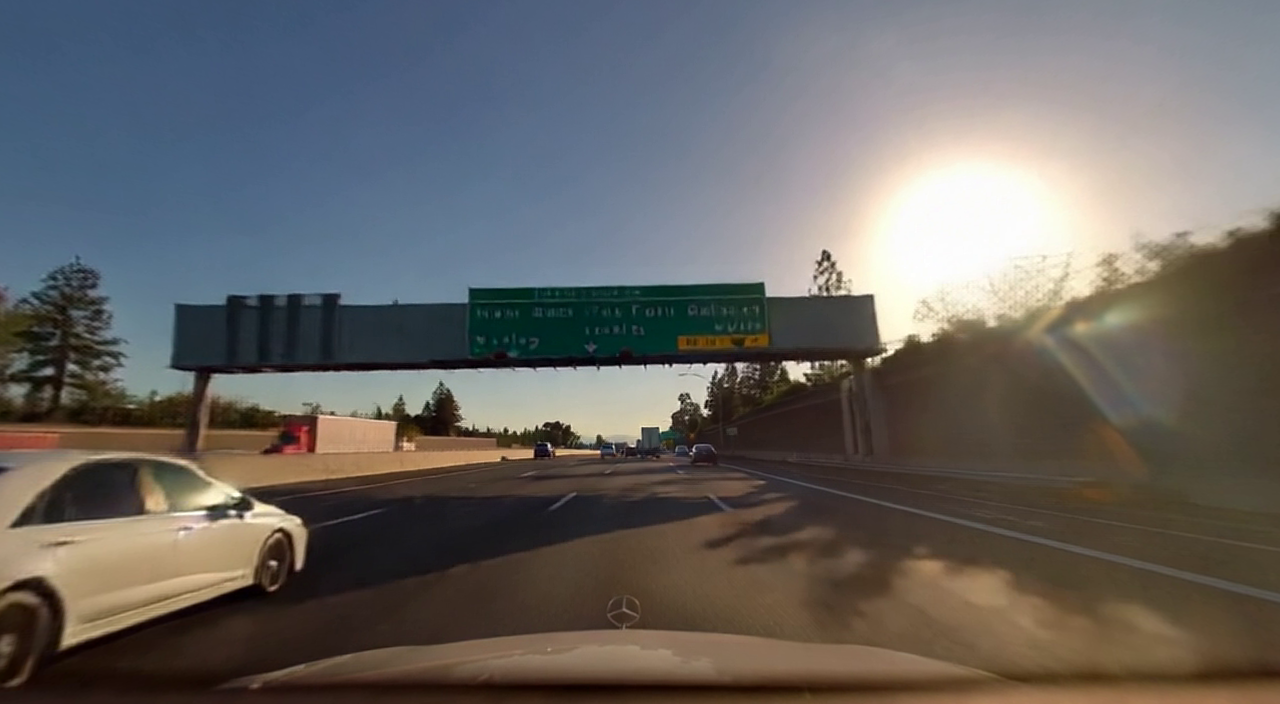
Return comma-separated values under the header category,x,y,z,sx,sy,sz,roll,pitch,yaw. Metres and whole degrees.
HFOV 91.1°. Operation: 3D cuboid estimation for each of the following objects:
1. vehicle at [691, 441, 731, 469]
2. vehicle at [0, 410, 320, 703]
category,x,y,z,sx,sy,sz,roll,pitch,yaw
vehicle,4.326,6.374,38.987,2.046,1.655,4.143,0,-9,1
vehicle,-4.020,1.146,3.796,1.947,1.479,4.114,0,-9,1
